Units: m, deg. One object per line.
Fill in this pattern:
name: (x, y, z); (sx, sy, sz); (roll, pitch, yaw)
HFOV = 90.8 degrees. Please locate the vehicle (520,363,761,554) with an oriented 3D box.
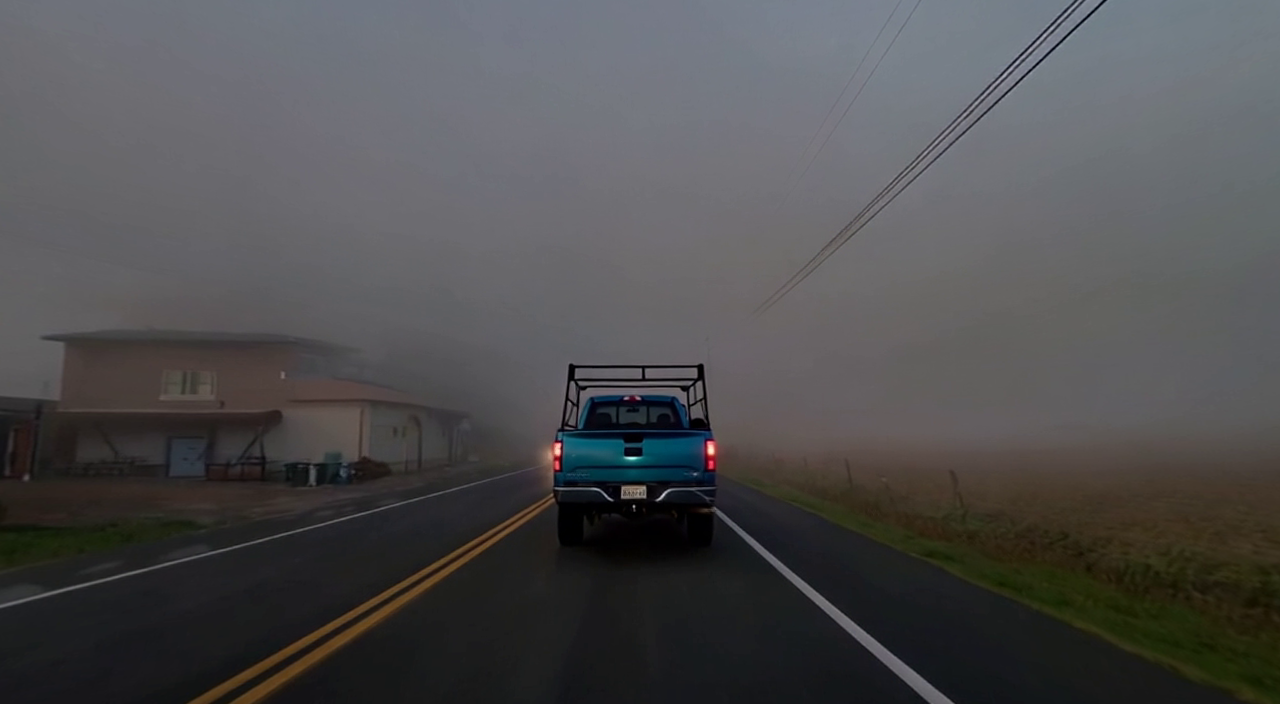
vehicle: (-0.074, 1.818, 11.411); (2.912, 2.320, 7.292); (0, -8, -1)
